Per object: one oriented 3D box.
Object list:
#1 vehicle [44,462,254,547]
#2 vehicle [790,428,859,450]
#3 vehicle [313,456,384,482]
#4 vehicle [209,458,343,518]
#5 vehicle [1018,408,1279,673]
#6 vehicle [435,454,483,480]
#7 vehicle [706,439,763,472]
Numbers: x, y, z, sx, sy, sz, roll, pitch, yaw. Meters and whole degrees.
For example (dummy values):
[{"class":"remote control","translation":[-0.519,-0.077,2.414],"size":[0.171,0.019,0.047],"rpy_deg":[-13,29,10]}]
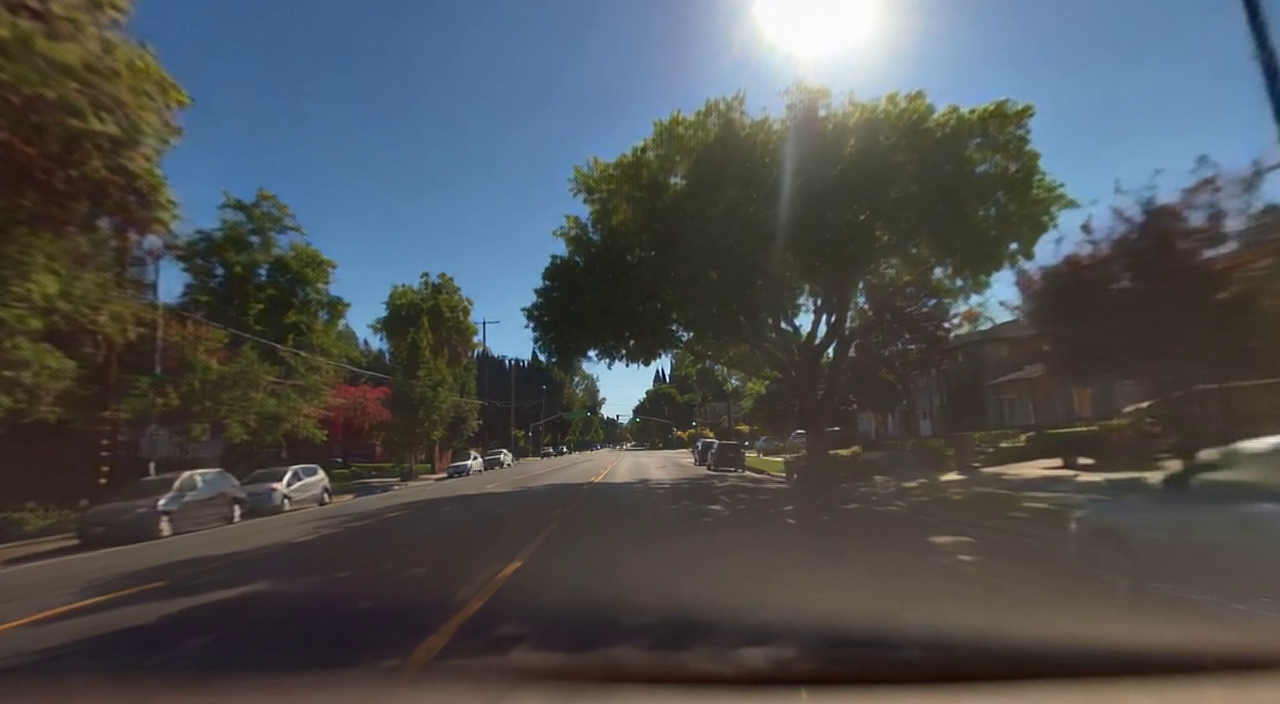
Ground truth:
[{"class":"vehicle","translation":[-11.485,3.539,15.249],"size":[1.845,1.626,4.105],"rpy_deg":[0,-8,-2]},{"class":"vehicle","translation":[14.166,6.710,48.644],"size":[4.660,1.546,1.916],"rpy_deg":[-1,-8,0]},{"class":"vehicle","translation":[-20.070,8.042,43.608],"size":[3.932,1.641,1.819],"rpy_deg":[0,-8,-1]},{"class":"vehicle","translation":[-11.651,4.339,20.615],"size":[2.008,1.643,4.130],"rpy_deg":[0,-8,-2]},{"class":"vehicle","translation":[4.546,1.045,3.480],"size":[1.887,1.480,4.731],"rpy_deg":[0,-9,-2]},{"class":"vehicle","translation":[-11.689,7.435,41.043],"size":[1.867,1.471,4.139],"rpy_deg":[0,-8,1]},{"class":"vehicle","translation":[4.500,5.034,30.819],"size":[2.010,1.461,4.247],"rpy_deg":[0,-9,-2]}]
